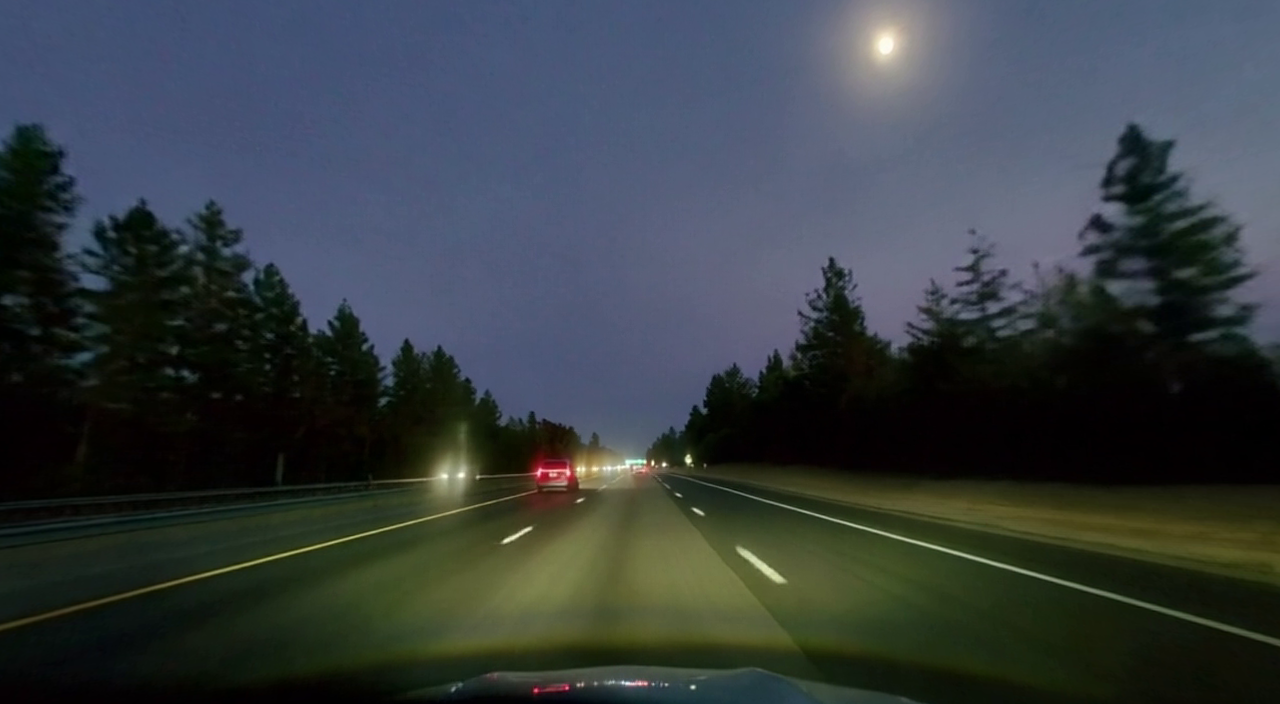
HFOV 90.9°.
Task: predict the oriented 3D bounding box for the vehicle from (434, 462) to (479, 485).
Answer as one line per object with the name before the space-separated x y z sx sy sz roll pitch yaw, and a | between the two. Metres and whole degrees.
vehicle | -13.173 8.724 45.425 1.885 1.534 4.116 0 -10 1

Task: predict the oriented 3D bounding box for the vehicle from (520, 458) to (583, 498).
vehicle | -3.829 5.545 27.943 2.081 1.586 4.245 0 -10 1
